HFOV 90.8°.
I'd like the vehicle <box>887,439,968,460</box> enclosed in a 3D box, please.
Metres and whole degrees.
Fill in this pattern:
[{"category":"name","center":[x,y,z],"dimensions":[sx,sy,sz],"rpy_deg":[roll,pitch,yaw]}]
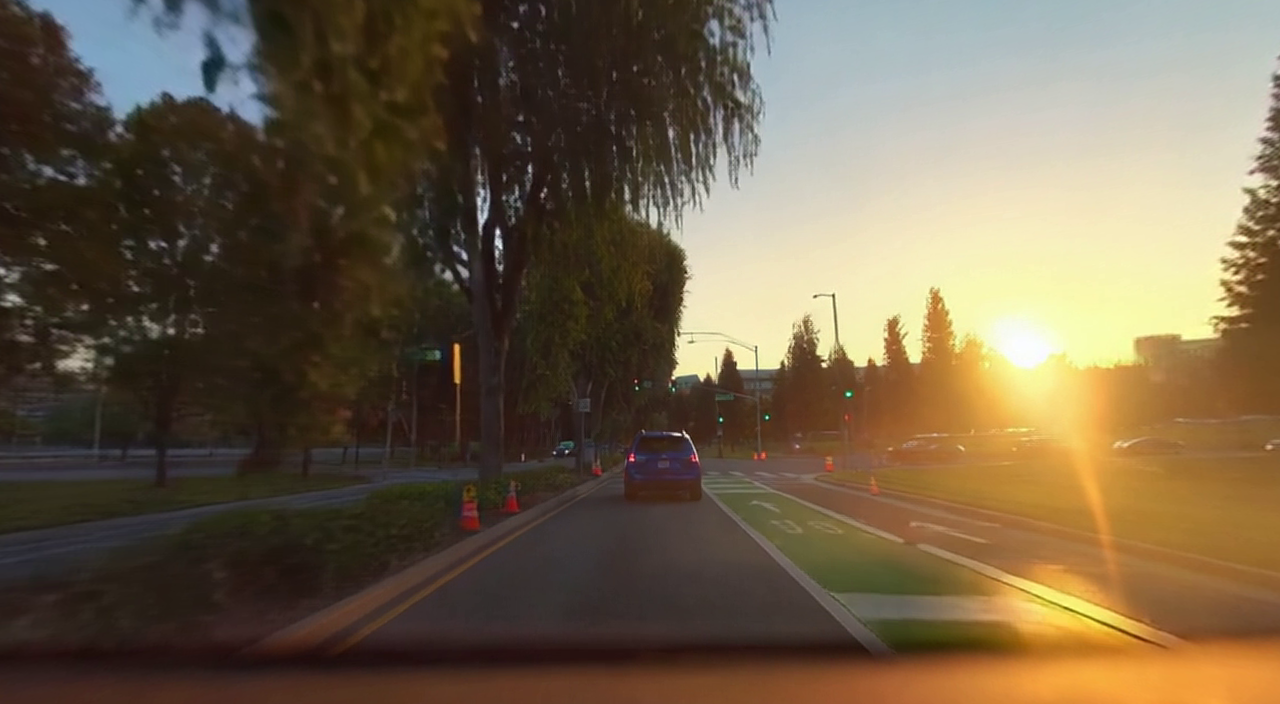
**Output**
[{"category":"vehicle","center":[19.411,6.613,42.820],"dimensions":[4.492,1.422,1.961],"rpy_deg":[0,-9,0]}]

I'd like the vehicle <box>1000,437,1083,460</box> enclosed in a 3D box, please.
[{"category":"vehicle","center":[27.228,6.561,42.917],"dimensions":[4.343,1.518,1.845],"rpy_deg":[0,-9,-2]}]

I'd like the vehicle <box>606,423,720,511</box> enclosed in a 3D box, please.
[{"category":"vehicle","center":[0.494,2.702,15.355],"dimensions":[2.339,1.790,4.629],"rpy_deg":[0,-8,1]}]

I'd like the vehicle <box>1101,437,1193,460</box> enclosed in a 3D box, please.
[{"category":"vehicle","center":[34.021,6.474,42.464],"dimensions":[4.483,1.481,2.082],"rpy_deg":[0,-9,-3]}]
